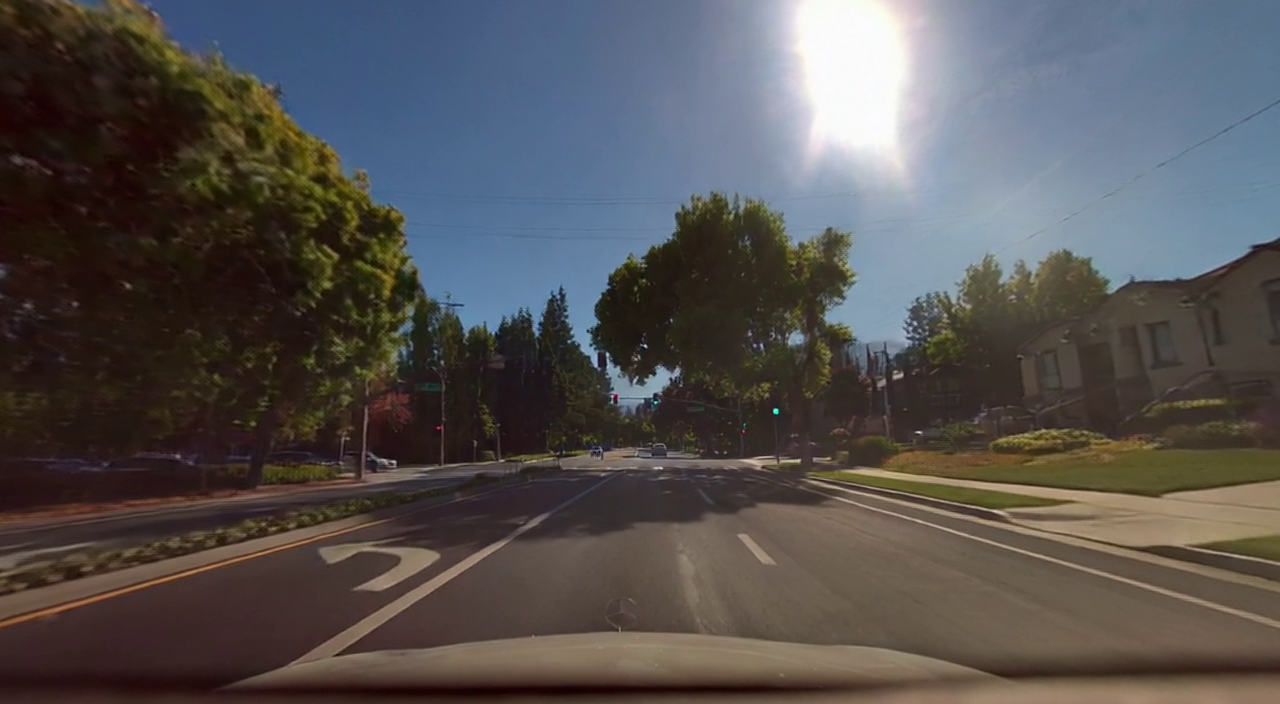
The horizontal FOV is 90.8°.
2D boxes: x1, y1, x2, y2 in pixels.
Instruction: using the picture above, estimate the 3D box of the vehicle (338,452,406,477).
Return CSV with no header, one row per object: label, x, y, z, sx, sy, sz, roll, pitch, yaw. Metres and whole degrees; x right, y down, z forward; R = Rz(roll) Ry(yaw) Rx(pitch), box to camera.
vehicle,-20.946,8.788,49.495,4.445,1.805,1.944,-2,-8,4
